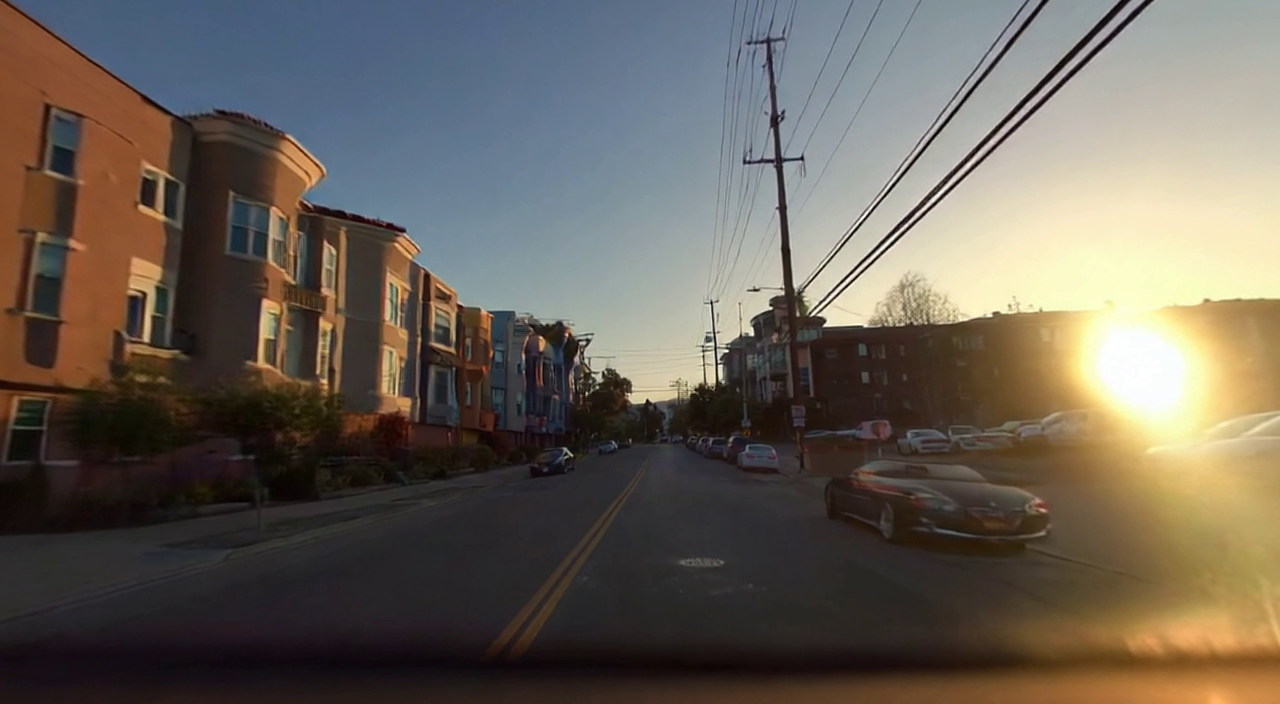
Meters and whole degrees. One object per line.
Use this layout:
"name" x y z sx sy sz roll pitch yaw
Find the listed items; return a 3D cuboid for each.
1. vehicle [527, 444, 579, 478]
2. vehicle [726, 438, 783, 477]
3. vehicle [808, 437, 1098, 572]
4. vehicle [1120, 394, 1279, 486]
"vehicle" -4.444 5.638 32.928 1.913 1.672 4.267 -1 -8 3
"vehicle" 5.018 4.689 28.198 1.914 1.591 3.892 0 -8 1
"vehicle" 4.026 1.999 9.247 1.928 1.440 4.738 0 -8 2
"vehicle" 11.241 1.663 11.895 1.801 1.491 3.488 -1 -8 6
